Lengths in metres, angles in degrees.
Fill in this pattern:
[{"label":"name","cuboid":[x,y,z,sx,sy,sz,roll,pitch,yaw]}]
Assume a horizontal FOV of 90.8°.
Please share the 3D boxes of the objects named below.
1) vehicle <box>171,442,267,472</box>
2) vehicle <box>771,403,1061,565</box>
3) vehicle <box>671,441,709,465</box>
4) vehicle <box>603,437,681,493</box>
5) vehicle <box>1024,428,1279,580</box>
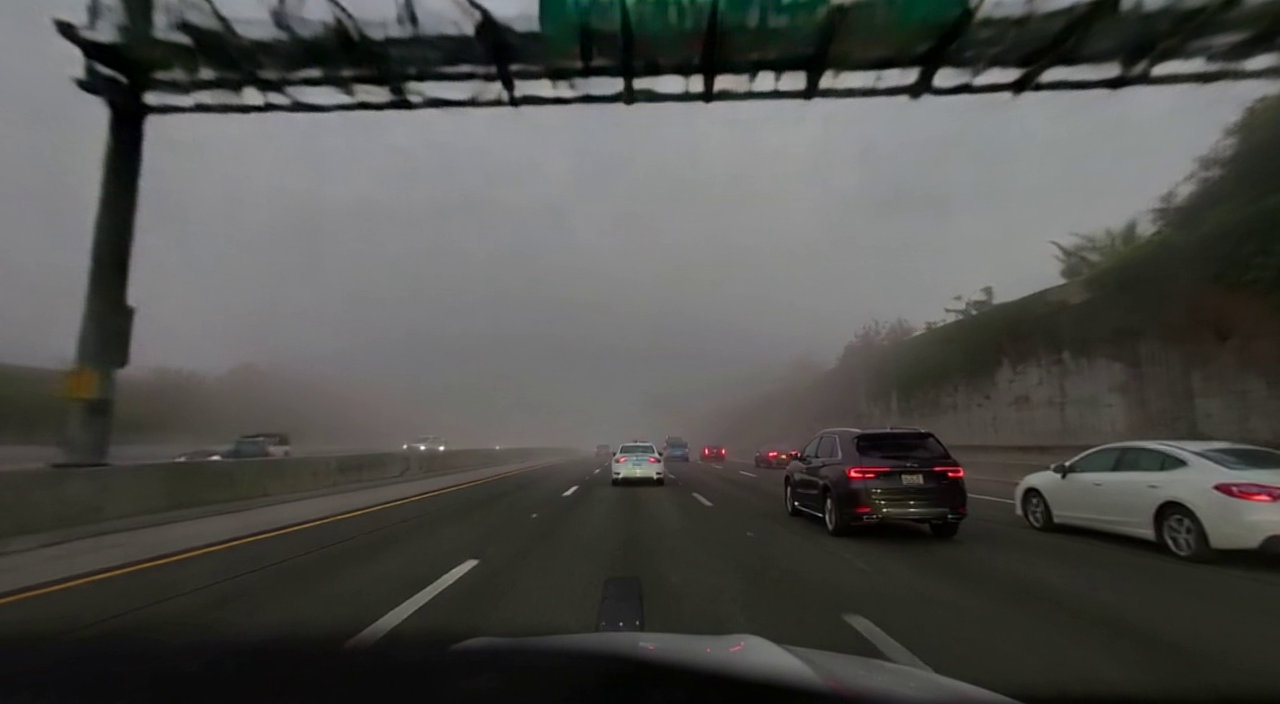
[{"label":"vehicle","cuboid":[-21.448,5.339,32.423,1.992,1.424,4.365,0,-8,-1]},{"label":"vehicle","cuboid":[3.596,1.829,9.509,2.162,1.800,4.693,0,-8,-1]},{"label":"vehicle","cuboid":[3.302,6.770,42.509,1.998,1.490,4.296,0,-8,-2]},{"label":"vehicle","cuboid":[0.011,3.338,19.019,2.098,1.475,3.997,0,-8,-1]},{"label":"vehicle","cuboid":[7.186,1.749,7.971,1.872,1.469,4.414,0,-8,0]}]
